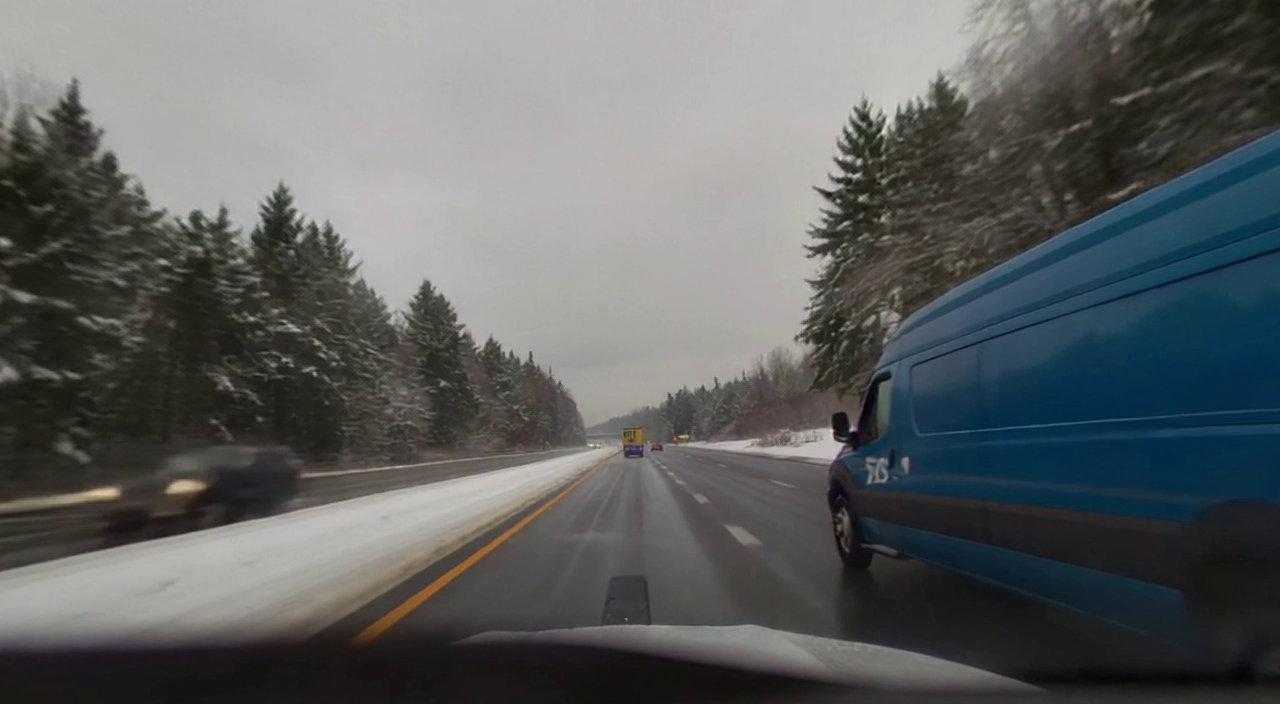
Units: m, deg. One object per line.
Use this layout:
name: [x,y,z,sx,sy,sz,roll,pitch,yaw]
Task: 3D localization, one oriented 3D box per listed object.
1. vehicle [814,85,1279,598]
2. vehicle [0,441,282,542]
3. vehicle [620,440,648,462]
vehicle: [6.915,0.550,9.379,3.479,4.156,17.231,0,-9,-1]
vehicle: [-9.411,2.556,12.375,1.935,1.569,4.778,0,-8,-1]
vehicle: [-0.469,7.735,49.333,2.121,1.590,4.434,0,-8,0]
